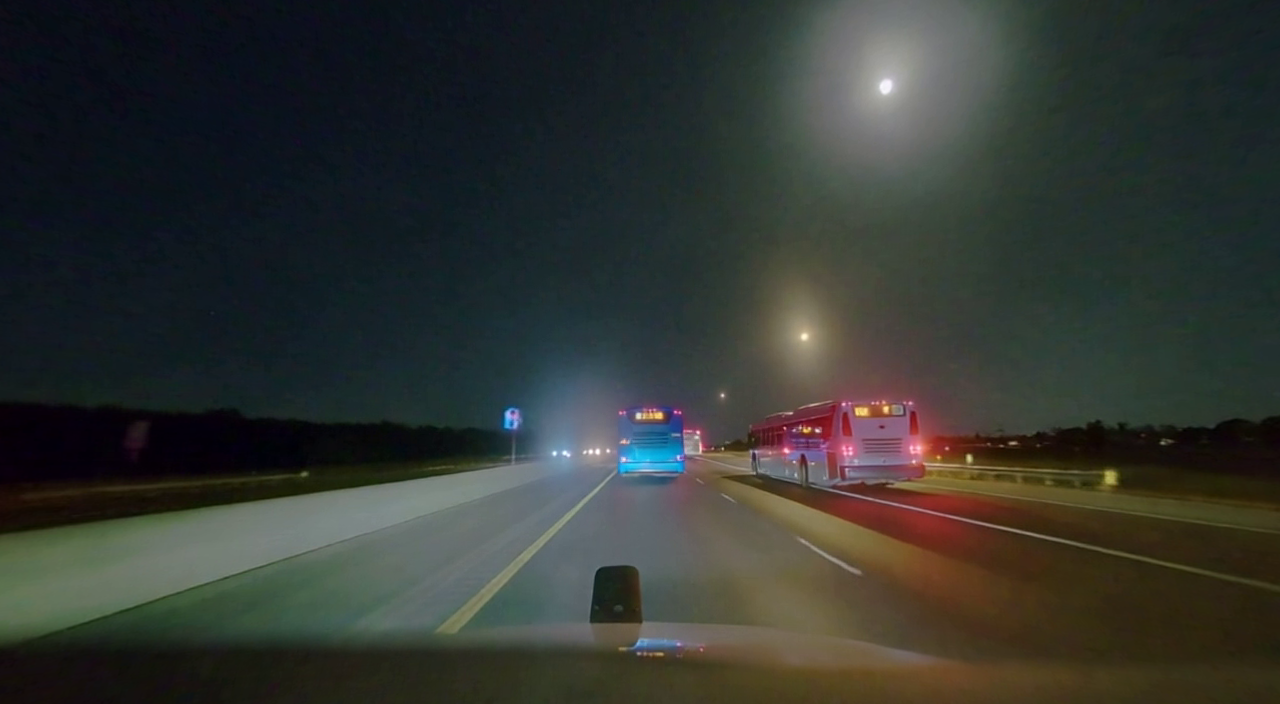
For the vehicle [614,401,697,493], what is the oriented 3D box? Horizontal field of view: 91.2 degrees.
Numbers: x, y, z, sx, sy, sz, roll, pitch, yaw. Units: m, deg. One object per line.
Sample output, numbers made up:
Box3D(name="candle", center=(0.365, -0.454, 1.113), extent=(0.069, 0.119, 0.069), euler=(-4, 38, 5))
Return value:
Box3D(name="vehicle", center=(0.385, 3.214, 21.290), extent=(2.414, 2.675, 5.574), euler=(0, -9, -1))
